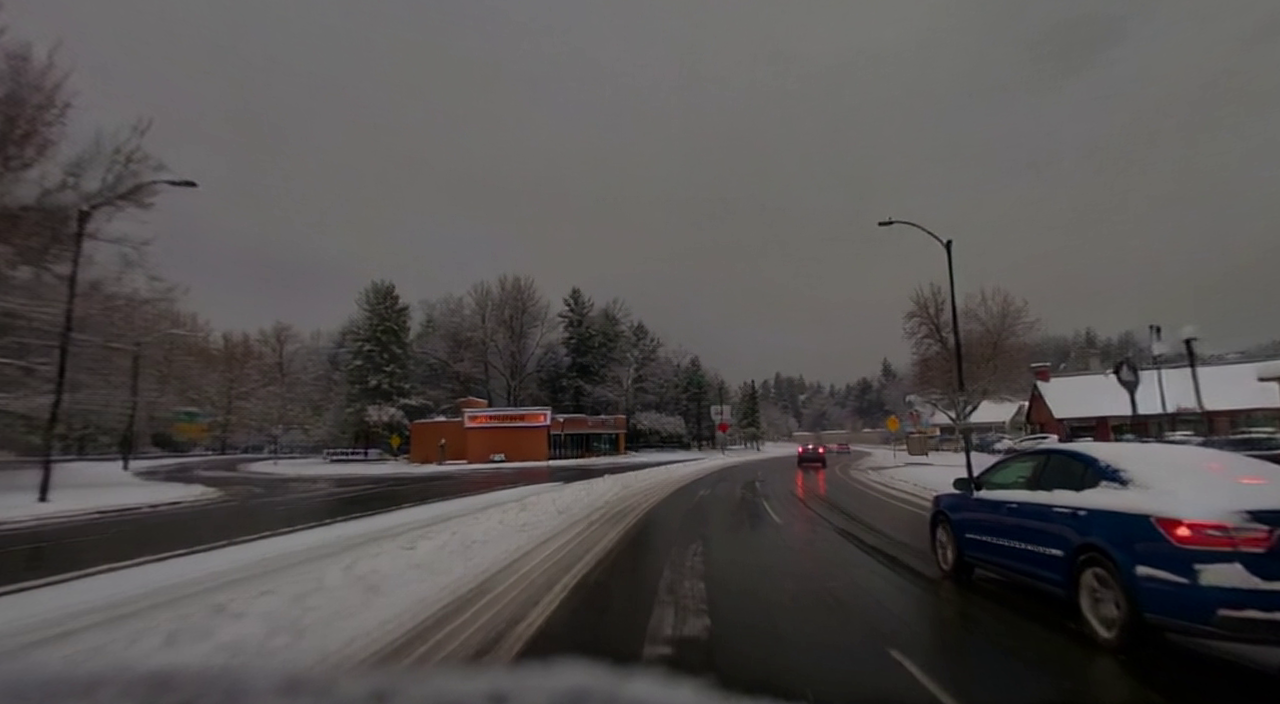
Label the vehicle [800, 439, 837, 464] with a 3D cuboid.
[{"bbox_3d":[12.909,7.160,45.397,2.311,1.715,4.287,-3,-9,18],"label":"vehicle"}]

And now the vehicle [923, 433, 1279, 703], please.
[{"bbox_3d":[4.421,1.496,5.525,1.938,1.466,4.434,0,-9,2],"label":"vehicle"}]

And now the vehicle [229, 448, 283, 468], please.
[{"bbox_3d":[-29.703,8.182,48.829,1.779,1.458,4.279,1,-9,-5],"label":"vehicle"}]
